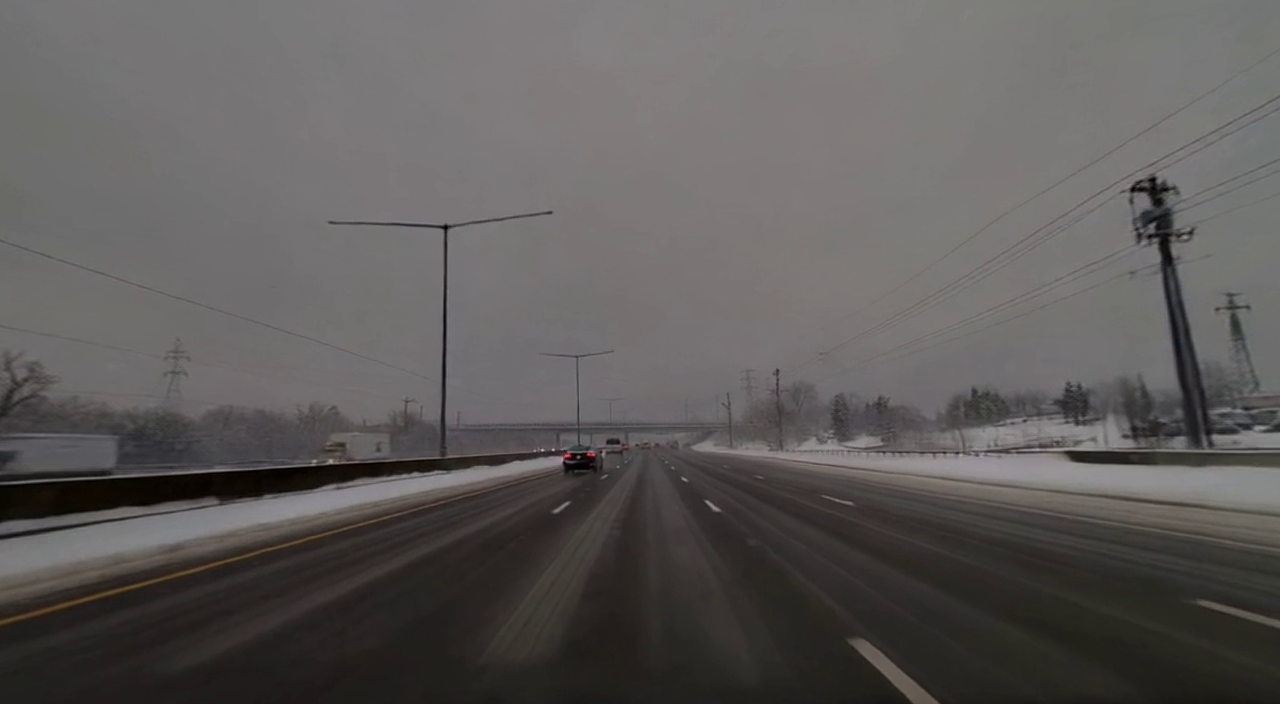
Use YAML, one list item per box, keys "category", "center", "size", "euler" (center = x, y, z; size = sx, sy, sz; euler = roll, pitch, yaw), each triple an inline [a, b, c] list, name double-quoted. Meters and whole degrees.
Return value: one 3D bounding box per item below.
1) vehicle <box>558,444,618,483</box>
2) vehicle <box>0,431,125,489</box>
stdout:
- category: "vehicle"
  center: [-2.016, 4.478, 25.604]
  size: [1.891, 1.444, 3.968]
  euler: [-1, -8, 3]
- category: "vehicle"
  center: [-26.979, 4.720, 28.010]
  size: [3.012, 2.300, 6.199]
  euler: [0, -8, -2]
